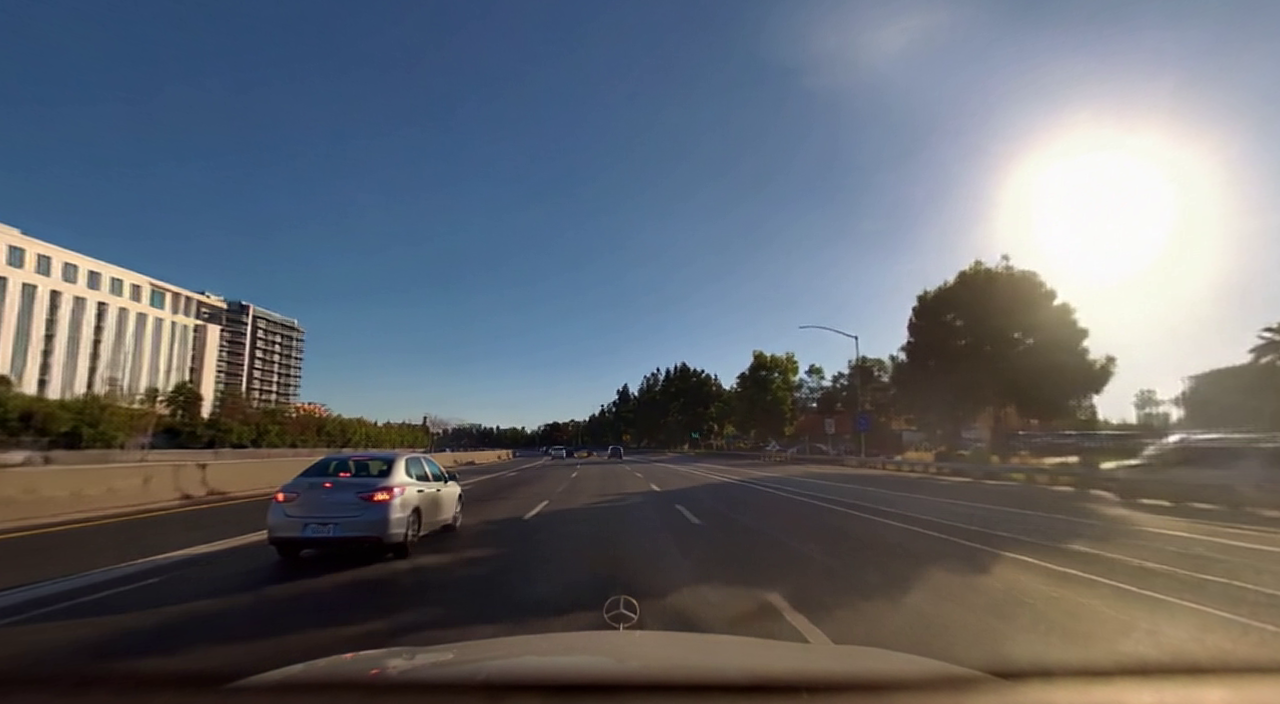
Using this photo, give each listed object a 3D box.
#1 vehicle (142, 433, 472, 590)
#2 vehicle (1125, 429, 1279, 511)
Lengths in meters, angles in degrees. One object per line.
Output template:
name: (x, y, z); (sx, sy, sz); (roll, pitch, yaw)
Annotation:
vehicle: (-3.764, 1.850, 8.267); (2.018, 1.476, 4.364); (0, -8, -2)
vehicle: (13.721, 2.526, 13.789); (1.983, 1.613, 5.190); (0, -8, -2)
